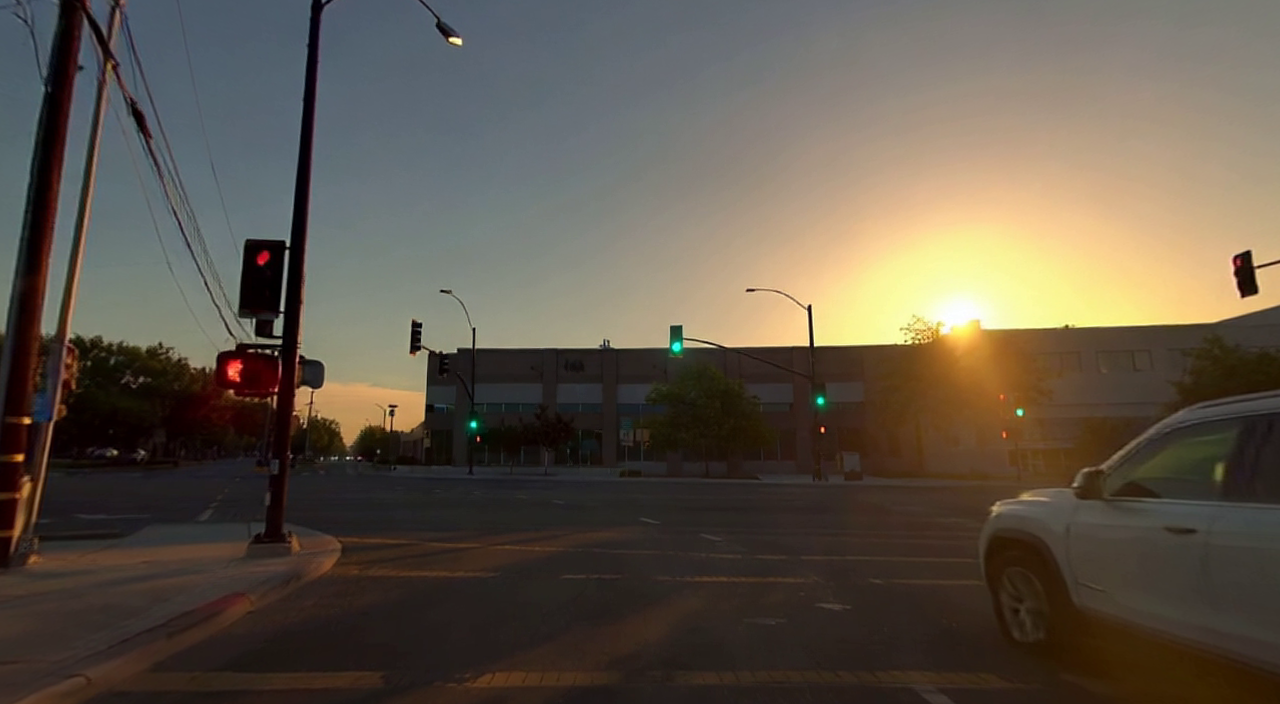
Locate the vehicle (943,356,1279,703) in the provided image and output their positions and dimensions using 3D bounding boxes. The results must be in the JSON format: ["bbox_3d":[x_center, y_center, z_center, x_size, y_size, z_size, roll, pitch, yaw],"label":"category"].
[{"bbox_3d":[3.138,0.888,2.439,1.938,1.648,4.211,-1,-8,2],"label":"vehicle"}]
